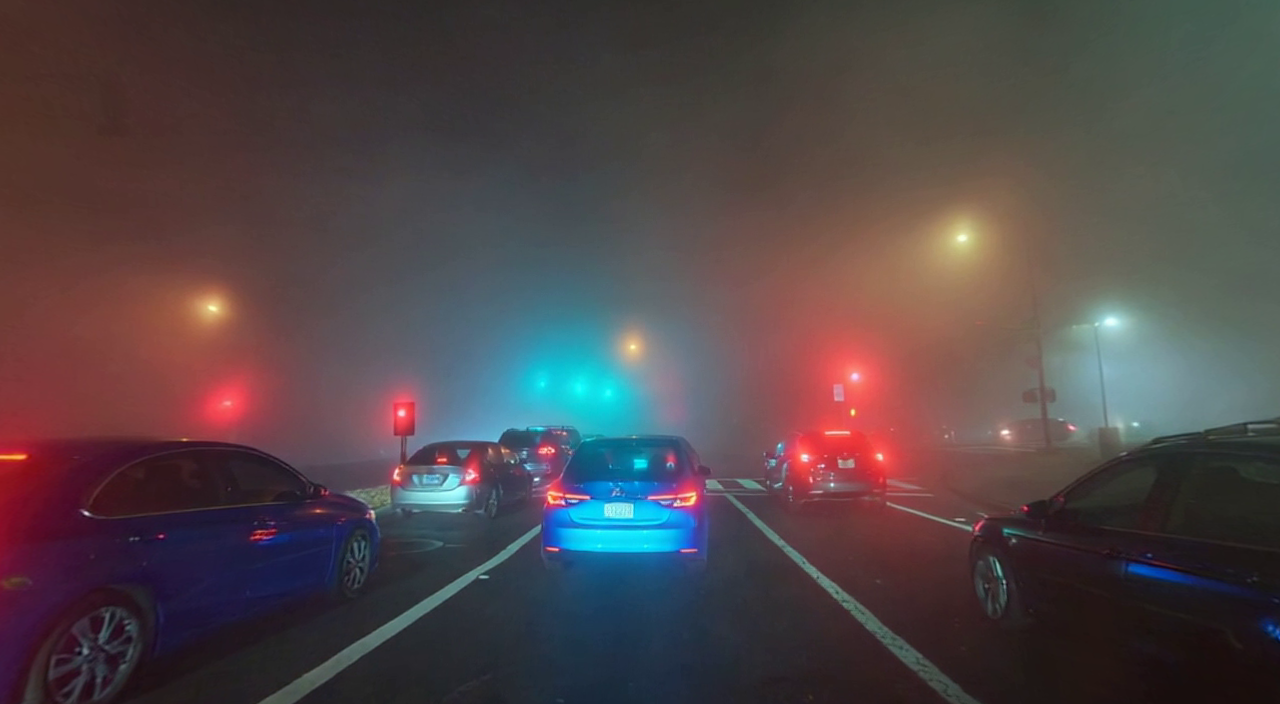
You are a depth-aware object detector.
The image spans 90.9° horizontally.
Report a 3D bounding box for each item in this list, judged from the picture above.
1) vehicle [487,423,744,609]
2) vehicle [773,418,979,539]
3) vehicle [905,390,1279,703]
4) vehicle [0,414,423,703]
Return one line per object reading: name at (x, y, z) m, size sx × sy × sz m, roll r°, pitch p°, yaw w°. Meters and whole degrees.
vehicle at (-0.187, 1.621, 7.129) m, size 2.059 × 1.477 × 3.988 m, roll 0°, pitch -8°, yaw 0°
vehicle at (3.776, 2.098, 11.026) m, size 2.007 × 1.683 × 4.171 m, roll 0°, pitch -8°, yaw 1°
vehicle at (3.418, 1.071, 3.551) m, size 1.981 × 1.499 × 4.536 m, roll -1°, pitch -8°, yaw 2°
vehicle at (-3.401, 1.300, 4.732) m, size 1.980 × 1.454 × 4.226 m, roll 0°, pitch -8°, yaw 1°
